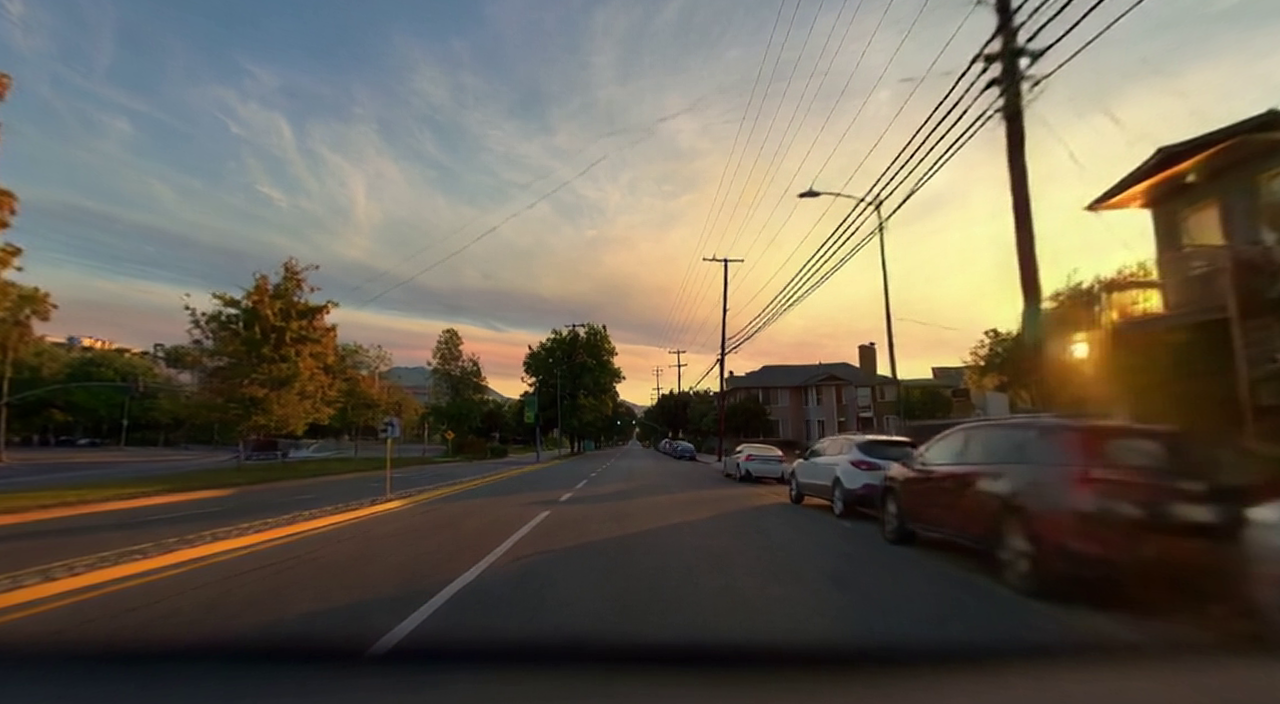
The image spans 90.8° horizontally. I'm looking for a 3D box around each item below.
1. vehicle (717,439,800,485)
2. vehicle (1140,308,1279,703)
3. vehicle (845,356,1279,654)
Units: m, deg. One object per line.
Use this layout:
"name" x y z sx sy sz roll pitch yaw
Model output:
"vehicle" 3.998 3.777 22.079 1.994 1.422 4.595 0 -8 0
"vehicle" 4.004 0.514 1.103 2.056 1.941 4.955 0 -8 -2
"vehicle" 4.070 1.335 6.653 2.062 1.880 5.178 0 -8 0
